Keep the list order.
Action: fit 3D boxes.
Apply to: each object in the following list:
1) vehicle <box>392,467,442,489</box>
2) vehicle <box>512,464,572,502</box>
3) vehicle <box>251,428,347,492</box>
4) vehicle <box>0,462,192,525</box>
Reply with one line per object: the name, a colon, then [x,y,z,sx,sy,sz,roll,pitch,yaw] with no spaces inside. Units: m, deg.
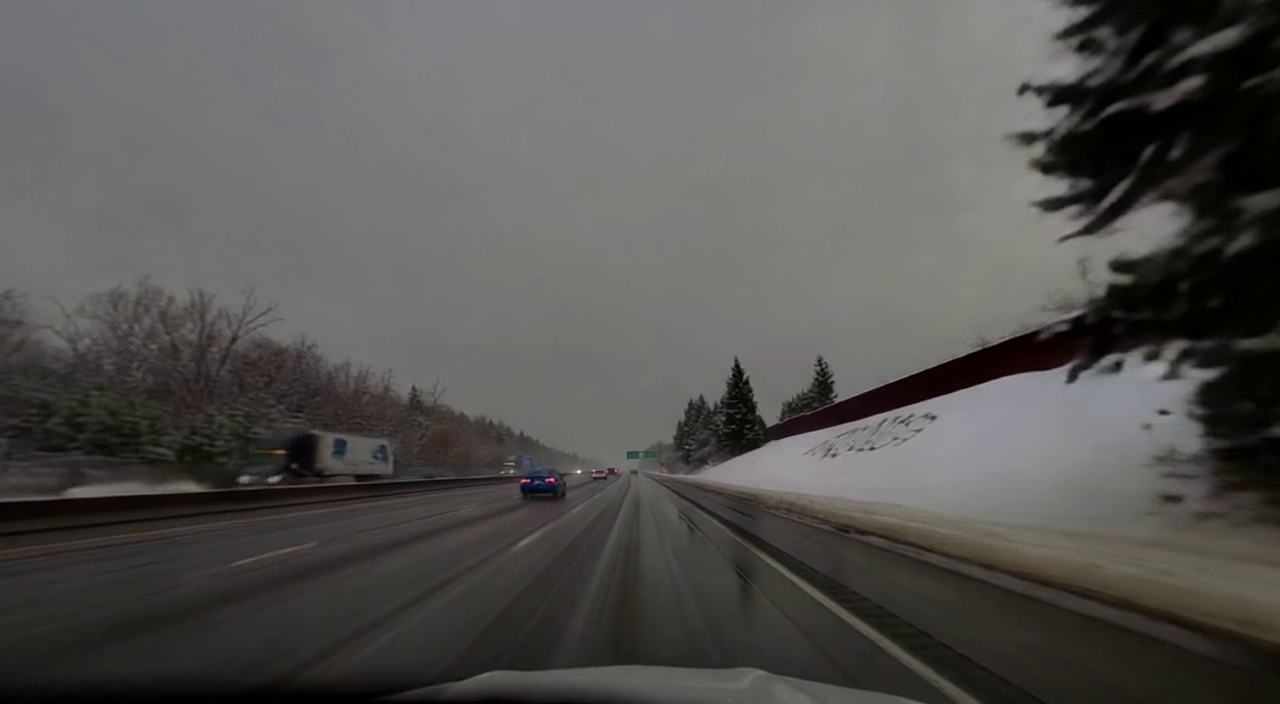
vehicle: [-15.861,8.952,45.061,1.842,1.456,4.483,1,-10,1]
vehicle: [-4.131,5.582,27.078,1.941,1.437,3.829,1,-10,0]
vehicle: [-22.811,7.347,42.621,2.950,3.925,5.877,1,-10,0]
vehicle: [-15.215,3.847,17.598,1.963,1.476,4.580,1,-10,0]
